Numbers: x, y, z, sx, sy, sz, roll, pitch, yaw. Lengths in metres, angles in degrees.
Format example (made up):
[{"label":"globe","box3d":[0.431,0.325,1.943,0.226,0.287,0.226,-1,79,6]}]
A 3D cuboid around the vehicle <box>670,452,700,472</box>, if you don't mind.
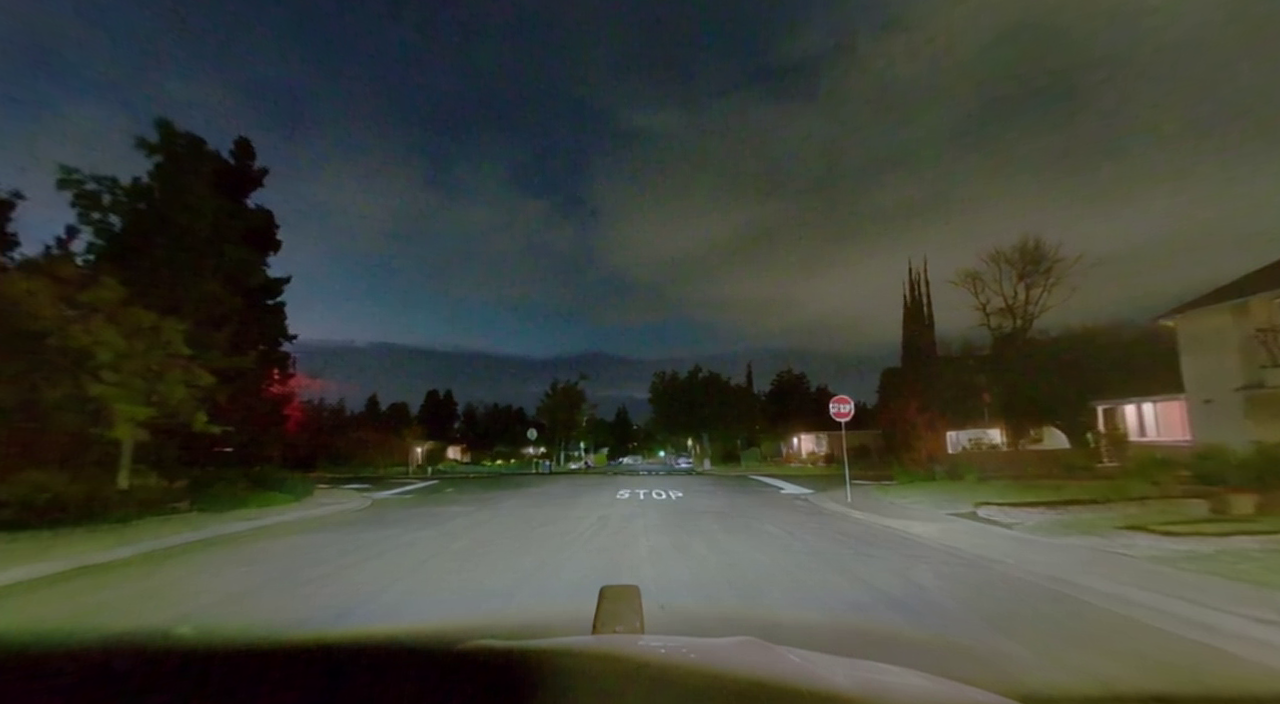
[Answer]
[{"label":"vehicle","box3d":[3.434,8.541,49.129,2.046,1.465,3.940,0,-9,0]}]
